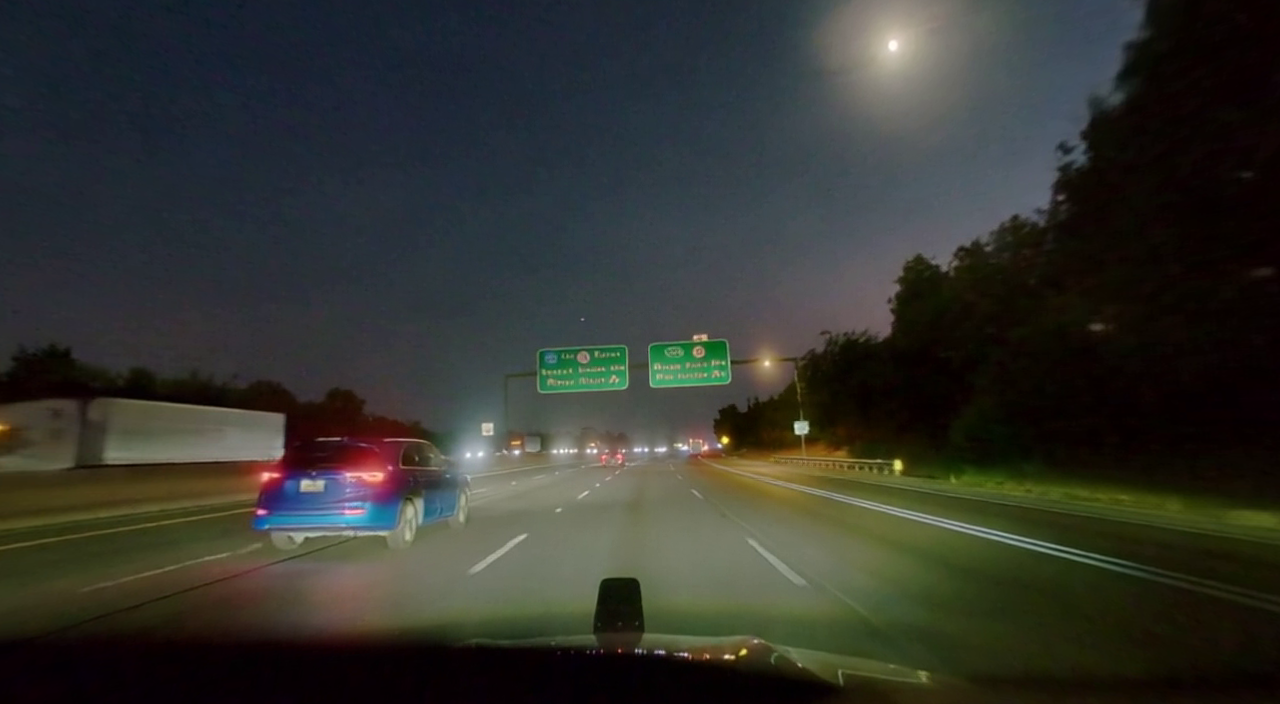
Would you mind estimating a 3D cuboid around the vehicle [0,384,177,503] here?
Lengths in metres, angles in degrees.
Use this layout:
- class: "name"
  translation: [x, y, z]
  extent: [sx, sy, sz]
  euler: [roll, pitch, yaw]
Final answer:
- class: "vehicle"
  translation: [-23.274, 3.541, 24.284]
  extent: [3.021, 4.007, 9.991]
  euler: [0, -9, 2]

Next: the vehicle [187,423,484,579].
- class: "vehicle"
  translation: [-3.745, 1.893, 8.804]
  extent: [2.016, 1.623, 4.126]
  euler: [0, -9, 1]
